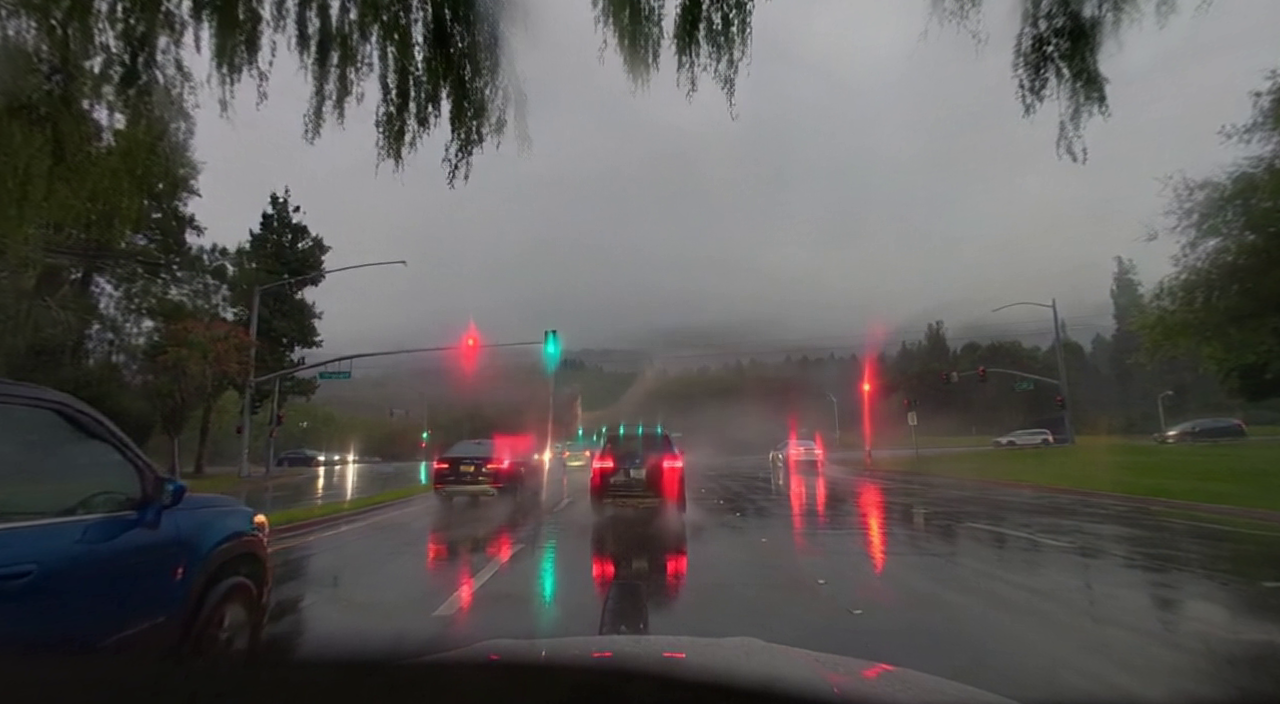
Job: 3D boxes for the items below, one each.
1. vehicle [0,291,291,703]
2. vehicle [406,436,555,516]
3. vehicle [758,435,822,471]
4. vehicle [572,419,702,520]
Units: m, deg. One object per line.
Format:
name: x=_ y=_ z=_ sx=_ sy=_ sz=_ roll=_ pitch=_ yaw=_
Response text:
vehicle: x=-3.557 y=0.610 z=1.642 sx=2.320 sy=1.863 sz=5.148 roll=0 pitch=-8 yaw=0
vehicle: x=-3.387 y=2.739 z=14.619 sx=2.061 sy=1.504 sz=5.142 roll=0 pitch=-8 yaw=0
vehicle: x=7.992 y=5.406 z=34.010 sx=2.166 sy=1.761 sz=4.692 roll=0 pitch=-8 yaw=-2
vehicle: x=-0.039 y=2.389 z=13.319 sx=2.298 sy=1.770 sz=4.138 roll=0 pitch=-8 yaw=0
